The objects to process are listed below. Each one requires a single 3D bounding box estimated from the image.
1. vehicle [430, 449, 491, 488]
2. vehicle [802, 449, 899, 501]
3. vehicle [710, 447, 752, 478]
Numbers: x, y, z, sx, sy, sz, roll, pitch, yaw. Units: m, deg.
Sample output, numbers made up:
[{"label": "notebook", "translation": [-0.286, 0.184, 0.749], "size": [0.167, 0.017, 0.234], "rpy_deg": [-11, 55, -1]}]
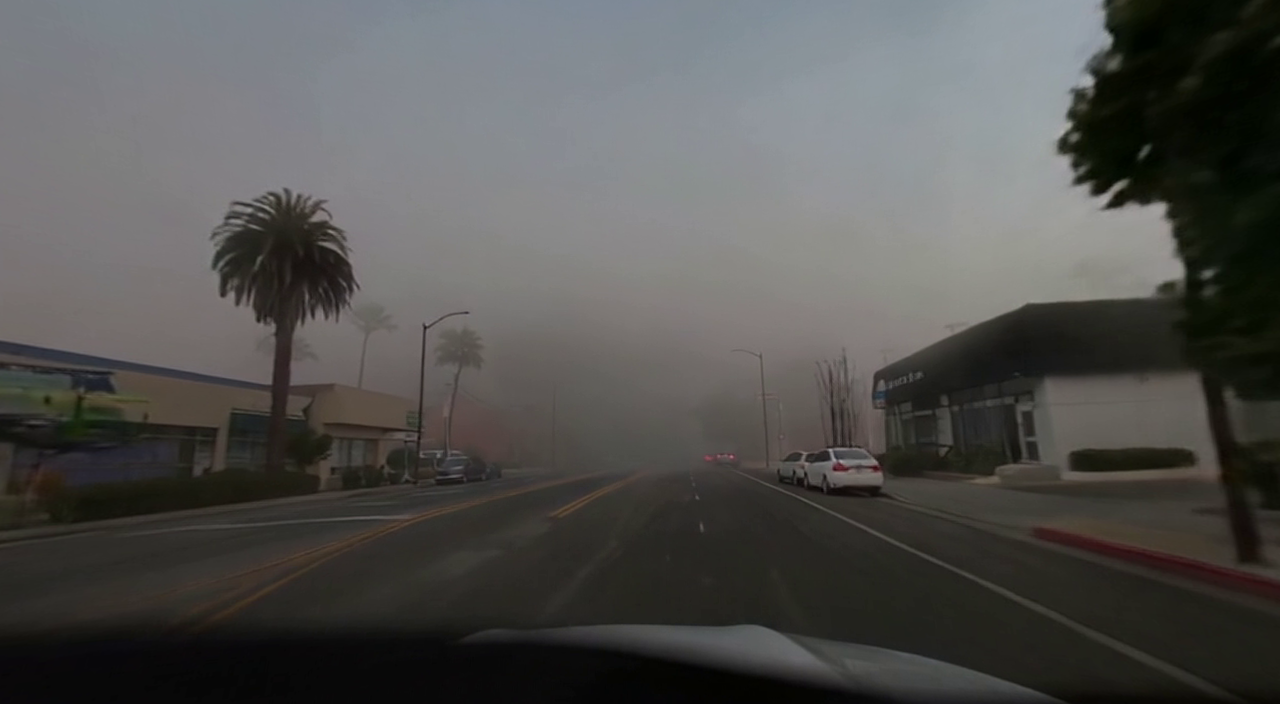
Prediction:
[{"label": "vehicle", "translation": [-10.932, 7.093, 38.898], "size": [1.949, 2.026, 5.141], "rpy_deg": [1, -8, 2]}, {"label": "vehicle", "translation": [6.845, 4.002, 21.024], "size": [1.834, 1.504, 4.331], "rpy_deg": [0, -9, 2]}, {"label": "vehicle", "translation": [4.799, 5.861, 33.860], "size": [2.067, 1.477, 4.653], "rpy_deg": [-1, -9, 6]}]
